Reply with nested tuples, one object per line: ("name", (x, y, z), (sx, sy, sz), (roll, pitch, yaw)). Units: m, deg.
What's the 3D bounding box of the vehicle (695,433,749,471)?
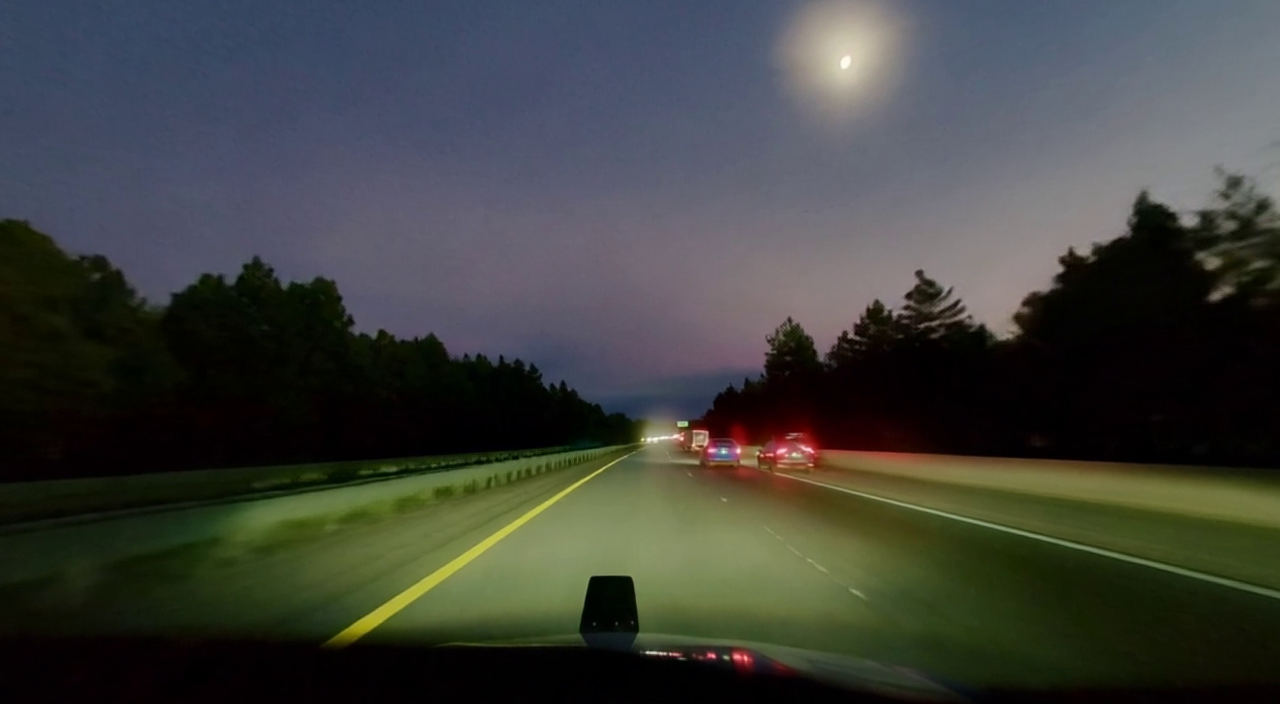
("vehicle", (3.847, 4.762, 30.241), (2.022, 1.663, 4.245), (-1, -8, 0))
